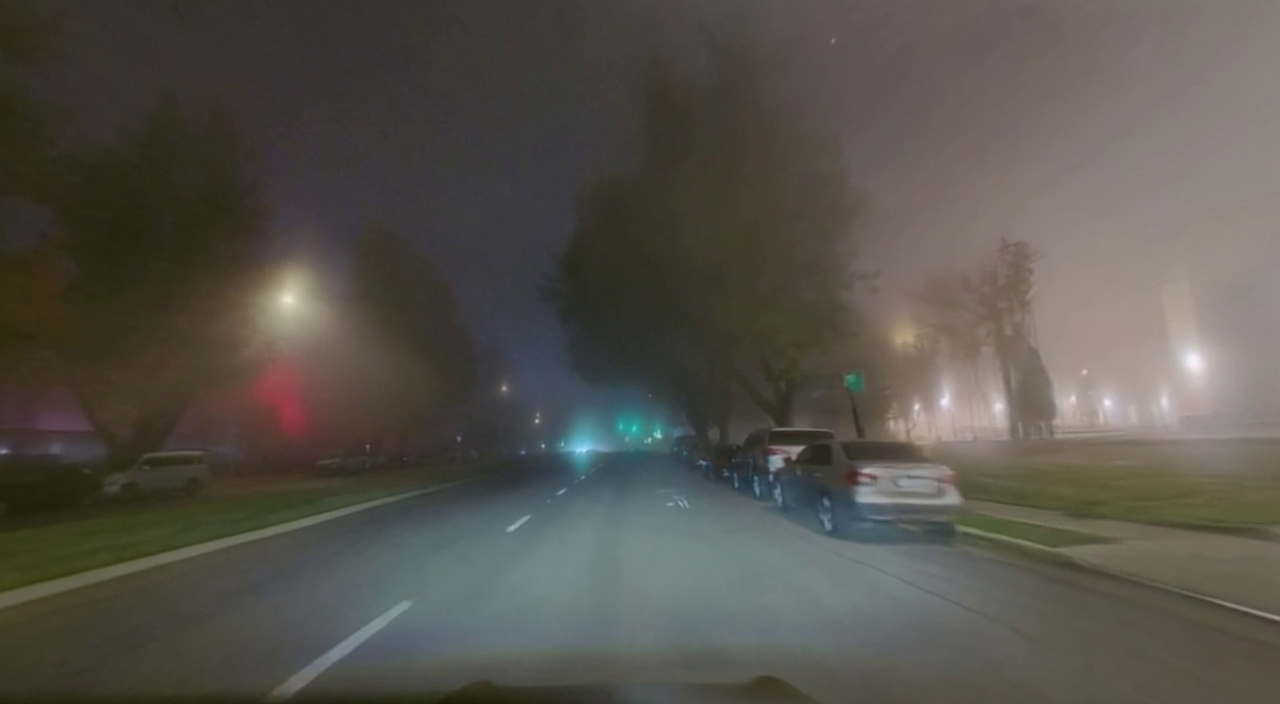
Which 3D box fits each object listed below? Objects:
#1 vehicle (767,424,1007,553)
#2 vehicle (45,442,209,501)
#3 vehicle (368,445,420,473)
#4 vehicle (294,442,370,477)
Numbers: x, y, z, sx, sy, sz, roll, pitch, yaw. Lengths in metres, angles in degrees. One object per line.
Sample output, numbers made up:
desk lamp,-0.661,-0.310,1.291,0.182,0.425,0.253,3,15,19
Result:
vehicle,3.361,1.911,9.755,1.924,1.492,4.587,-1,-8,1
vehicle,-18.047,4.182,22.622,2.007,1.806,4.707,0,-8,-2
vehicle,-14.605,6.349,37.698,1.656,1.488,3.677,0,-8,-1
vehicle,-18.319,6.371,37.922,2.151,1.885,4.979,0,-8,-2
